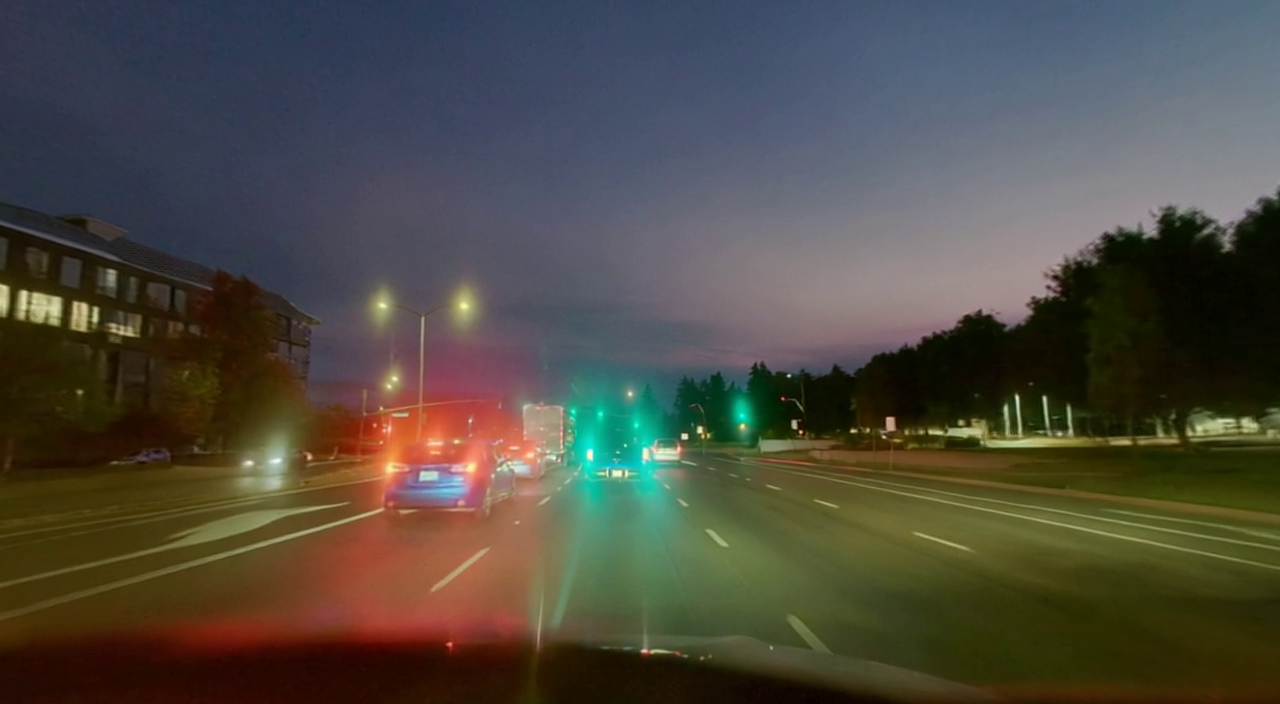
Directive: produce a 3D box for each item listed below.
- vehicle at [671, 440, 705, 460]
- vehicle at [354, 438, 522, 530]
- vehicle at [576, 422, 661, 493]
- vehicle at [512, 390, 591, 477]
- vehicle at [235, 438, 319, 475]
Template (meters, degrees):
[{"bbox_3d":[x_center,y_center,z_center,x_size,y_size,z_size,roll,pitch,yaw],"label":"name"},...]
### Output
[{"bbox_3d":[3.732,7.626,49.365,1.967,1.480,4.286,1,-8,-5],"label":"vehicle"},{"bbox_3d":[-3.654,2.433,12.342,1.904,1.460,4.300,0,-8,-1],"label":"vehicle"},{"bbox_3d":[-0.660,3.155,19.224,2.260,1.872,4.578,0,-8,-2],"label":"vehicle"},{"bbox_3d":[-4.380,4.526,34.277,2.918,3.741,13.683,0,-8,-3],"label":"vehicle"},{"bbox_3d":[-19.683,5.684,34.516,2.089,1.861,4.615,1,-8,-4],"label":"vehicle"}]
